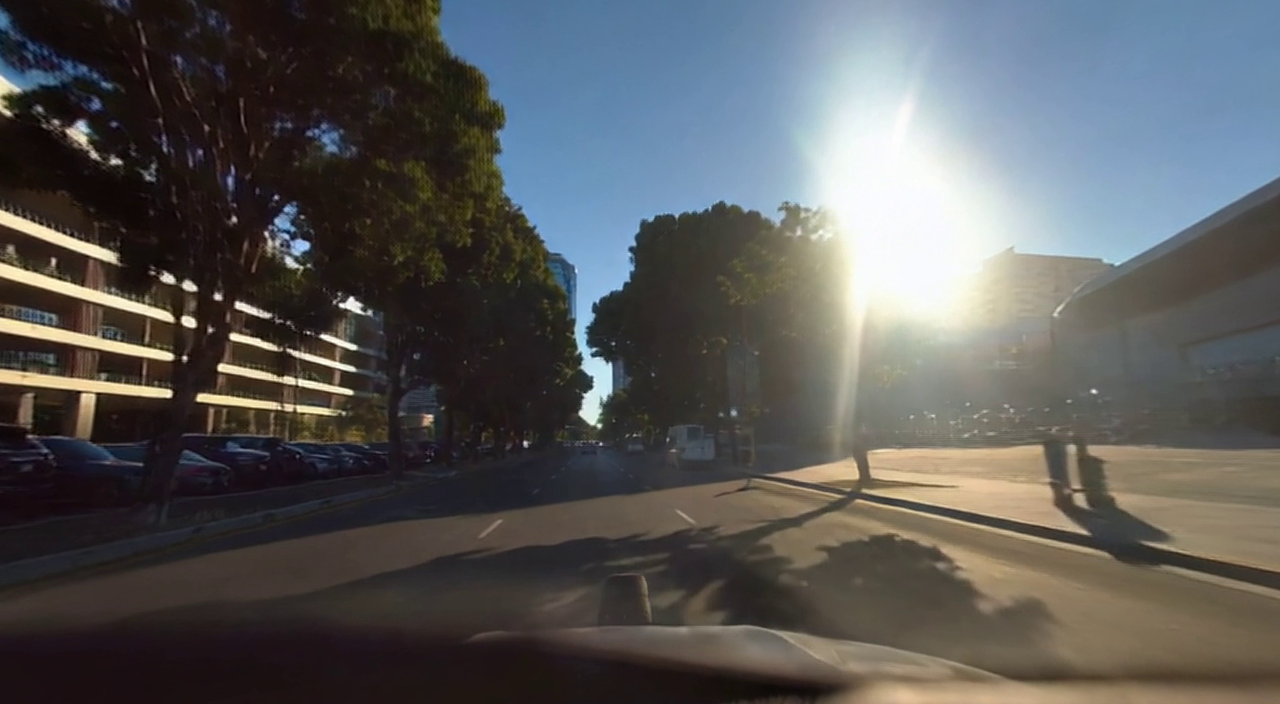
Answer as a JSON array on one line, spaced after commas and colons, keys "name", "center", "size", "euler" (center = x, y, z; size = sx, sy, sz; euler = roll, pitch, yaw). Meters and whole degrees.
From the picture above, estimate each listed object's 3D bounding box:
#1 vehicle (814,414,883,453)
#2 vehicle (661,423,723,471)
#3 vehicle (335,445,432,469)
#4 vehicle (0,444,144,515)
[{"name": "vehicle", "center": [15.257, 6.097, 46.648], "size": [2.341, 2.648, 6.024], "euler": [1, -8, -7]}, {"name": "vehicle", "center": [2.882, 5.565, 37.066], "size": [2.596, 2.509, 6.178], "euler": [1, -8, -5]}, {"name": "vehicle", "center": [-16.421, 6.740, 40.611], "size": [5.269, 1.491, 2.133], "euler": [0, -8, -3]}, {"name": "vehicle", "center": [-14.452, 2.828, 14.254], "size": [4.625, 1.477, 2.054], "euler": [0, -8, -3]}]
